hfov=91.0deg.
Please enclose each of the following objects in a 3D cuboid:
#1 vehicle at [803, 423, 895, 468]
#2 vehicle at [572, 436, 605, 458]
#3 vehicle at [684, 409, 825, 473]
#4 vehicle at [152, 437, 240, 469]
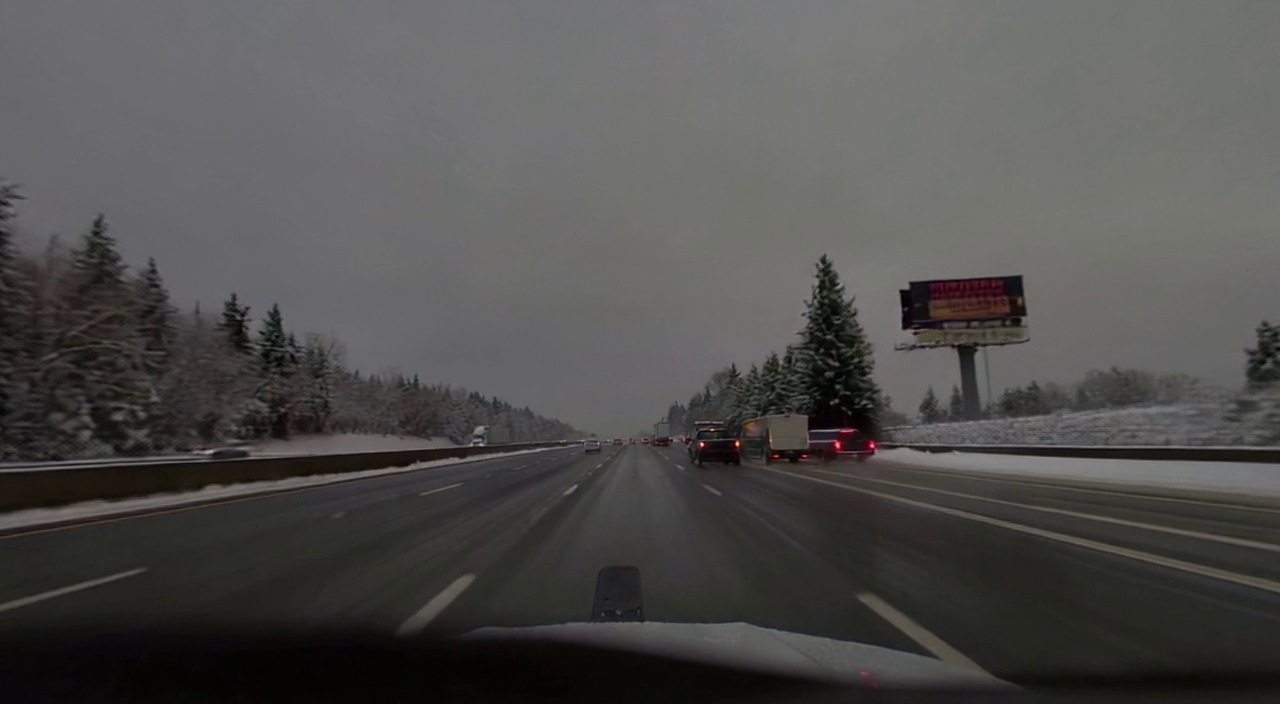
[{"bbox_3d":[9.451,4.303,29.008,2.184,1.873,5.466,0,-8,-2],"label":"vehicle"},{"bbox_3d":[-3.748,7.008,46.497,2.066,1.500,4.415,0,-8,0],"label":"vehicle"},{"bbox_3d":[4.123,3.860,26.955,3.042,2.004,14.051,0,-8,-2],"label":"vehicle"},{"bbox_3d":[-21.172,4.831,30.183,1.642,1.401,3.479,-1,-8,1],"label":"vehicle"}]
